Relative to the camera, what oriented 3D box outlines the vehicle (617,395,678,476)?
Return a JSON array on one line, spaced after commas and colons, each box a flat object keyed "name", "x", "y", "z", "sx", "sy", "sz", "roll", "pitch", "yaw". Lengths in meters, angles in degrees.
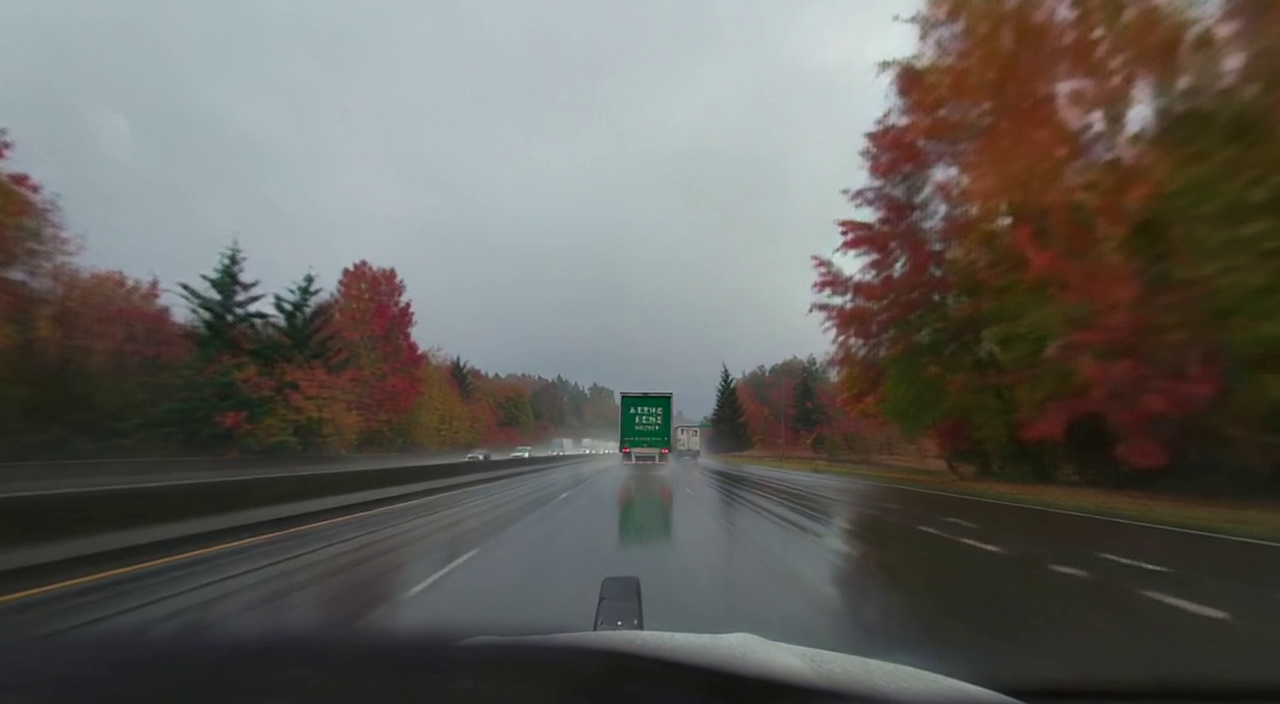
[{"name": "vehicle", "x": 0.342, "y": 5.031, "z": 37.174, "sx": 3.057, "sy": 4.073, "sz": 10.792, "roll": 0, "pitch": -9, "yaw": 0}]
